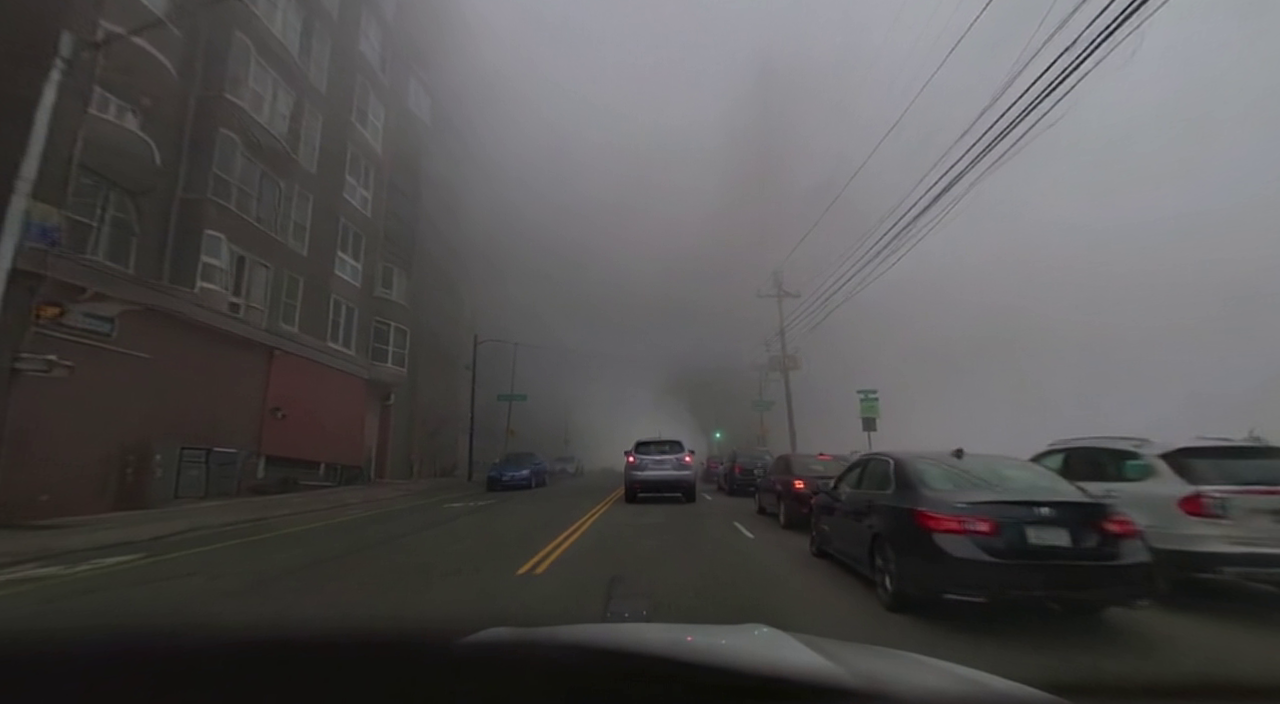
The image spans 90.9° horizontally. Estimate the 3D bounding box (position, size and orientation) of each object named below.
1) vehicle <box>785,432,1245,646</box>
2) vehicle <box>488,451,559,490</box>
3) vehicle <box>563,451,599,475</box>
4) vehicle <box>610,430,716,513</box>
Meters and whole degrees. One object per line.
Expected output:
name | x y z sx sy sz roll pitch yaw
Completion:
vehicle | 3.225 1.697 7.010 2.116 1.487 4.988 0 -8 1
vehicle | -4.827 4.960 26.755 1.966 1.470 4.528 0 -8 2
vehicle | -4.554 8.627 49.119 2.215 1.703 4.614 0 -8 2
vehicle | 0.499 2.825 15.399 2.232 1.736 4.036 0 -8 1
